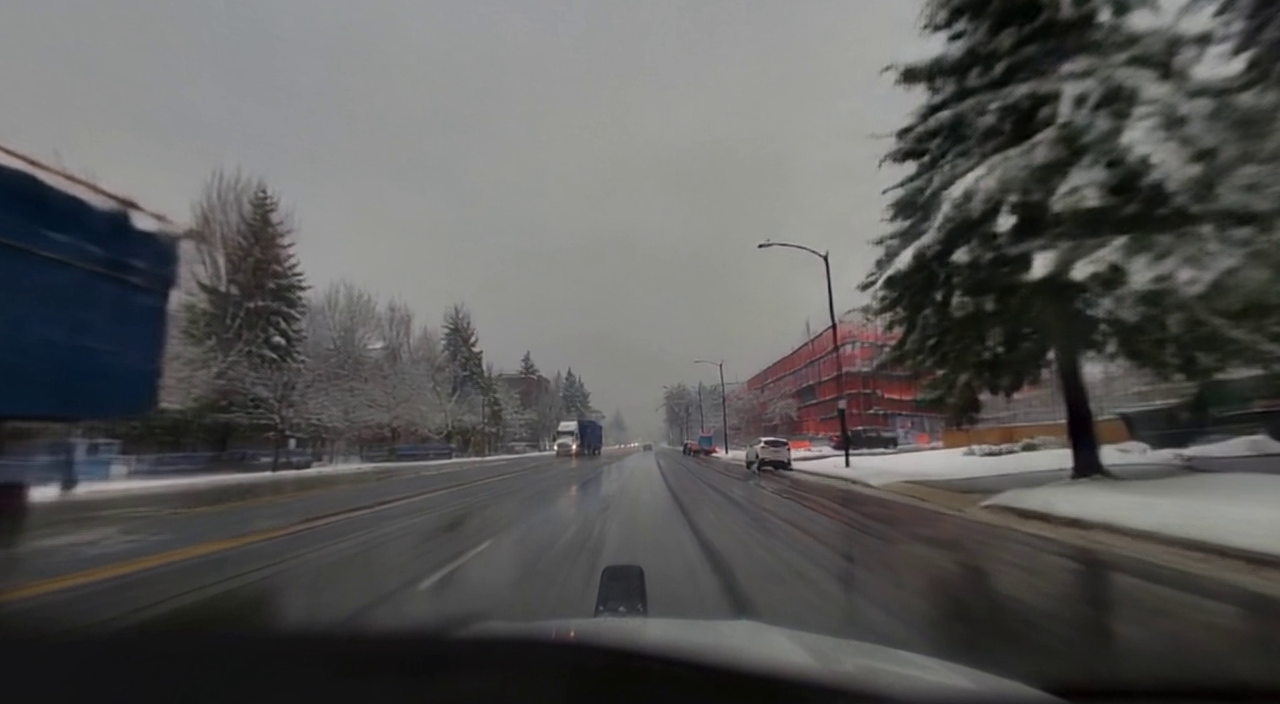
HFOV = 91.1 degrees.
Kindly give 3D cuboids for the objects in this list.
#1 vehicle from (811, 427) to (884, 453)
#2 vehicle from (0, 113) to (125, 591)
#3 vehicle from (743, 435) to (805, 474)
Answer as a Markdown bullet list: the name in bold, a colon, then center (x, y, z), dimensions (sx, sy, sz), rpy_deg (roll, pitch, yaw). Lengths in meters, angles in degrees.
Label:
- **vehicle**: center (16.287, 6.946, 49.480), dimensions (4.986, 2.005, 2.074), rpy_deg (0, -8, -1)
- **vehicle**: center (-7.225, -0.813, 0.104), dimensions (2.815, 4.259, 13.345), rpy_deg (0, -8, 1)
- **vehicle**: center (6.826, 5.285, 32.581), dimensions (2.169, 1.880, 4.849), rpy_deg (0, -8, 0)
